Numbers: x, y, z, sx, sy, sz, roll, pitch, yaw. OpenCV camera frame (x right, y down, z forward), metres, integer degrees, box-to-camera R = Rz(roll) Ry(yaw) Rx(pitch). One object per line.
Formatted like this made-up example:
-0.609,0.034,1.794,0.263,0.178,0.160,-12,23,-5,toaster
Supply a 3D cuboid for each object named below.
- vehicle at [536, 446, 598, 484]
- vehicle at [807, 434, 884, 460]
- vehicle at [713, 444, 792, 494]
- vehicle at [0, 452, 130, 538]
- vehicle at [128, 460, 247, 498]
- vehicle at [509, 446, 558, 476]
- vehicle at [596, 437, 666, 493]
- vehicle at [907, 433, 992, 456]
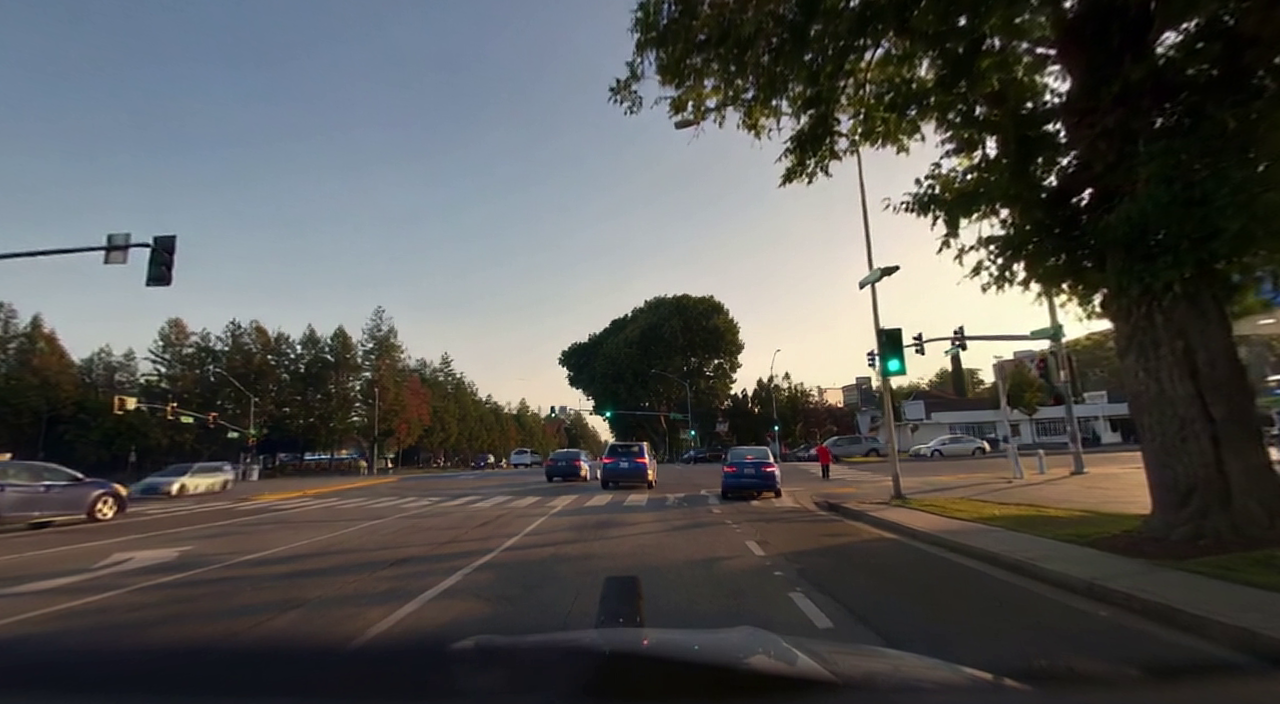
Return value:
-3.072,4.856,27.535,2.003,1.492,4.291,-1,-8,3,vehicle
13.797,6.427,42.604,4.524,1.681,1.823,0,-8,0,vehicle
3.880,3.839,21.156,1.976,1.462,4.342,-3,-9,18,vehicle
-13.446,2.899,12.980,1.995,1.626,4.592,0,-8,2,vehicle
-21.032,5.902,29.684,1.949,1.480,4.932,0,-8,1,vehicle
-6.345,6.502,38.051,2.018,1.692,4.226,-1,-8,3,vehicle
-0.227,3.860,22.000,2.210,1.722,4.215,0,-8,2,vehicle
20.684,6.200,42.326,4.700,1.417,1.789,0,-8,2,vehicle
